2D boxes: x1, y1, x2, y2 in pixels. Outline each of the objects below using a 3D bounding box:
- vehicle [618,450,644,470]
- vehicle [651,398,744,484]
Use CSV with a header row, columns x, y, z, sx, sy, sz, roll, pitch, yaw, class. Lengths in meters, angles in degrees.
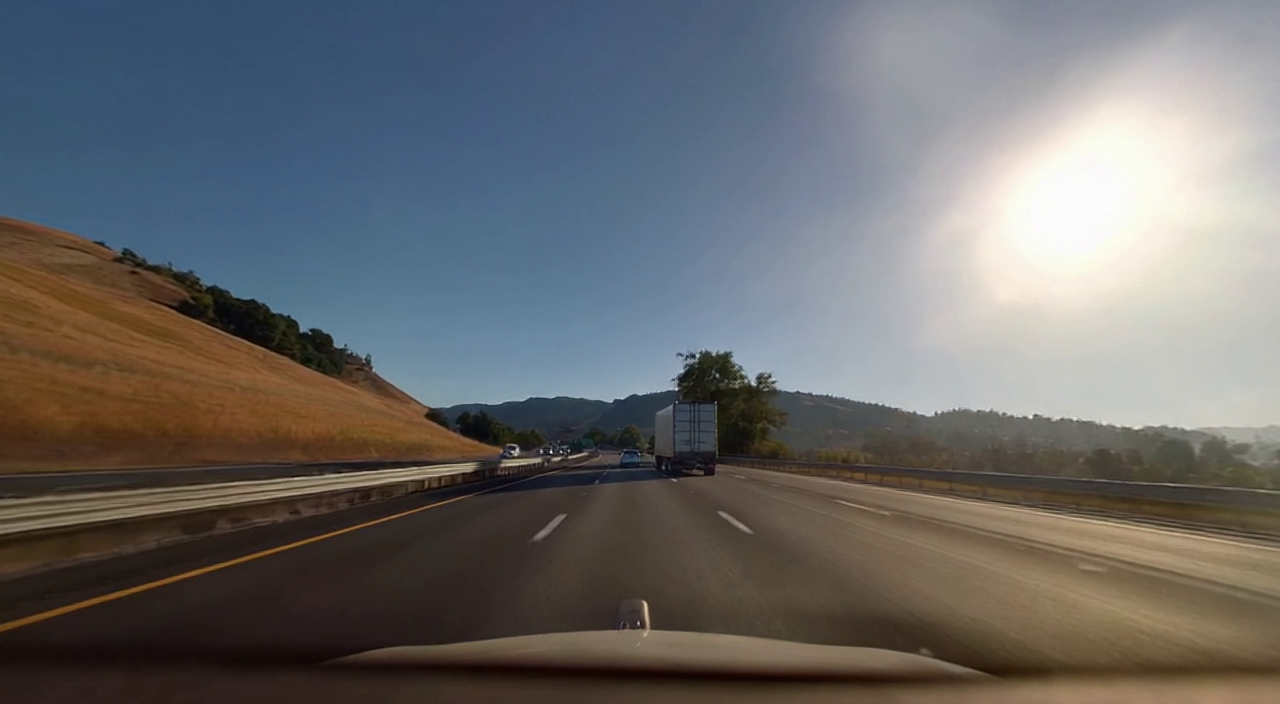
x,y,z,sx,sy,sz,roll,pitch,yaw,class
-0.693,8.383,49.135,1.898,1.438,4.053,0,-9,-1,vehicle
2.960,5.604,39.026,3.462,4.177,16.311,0,-9,-3,vehicle
